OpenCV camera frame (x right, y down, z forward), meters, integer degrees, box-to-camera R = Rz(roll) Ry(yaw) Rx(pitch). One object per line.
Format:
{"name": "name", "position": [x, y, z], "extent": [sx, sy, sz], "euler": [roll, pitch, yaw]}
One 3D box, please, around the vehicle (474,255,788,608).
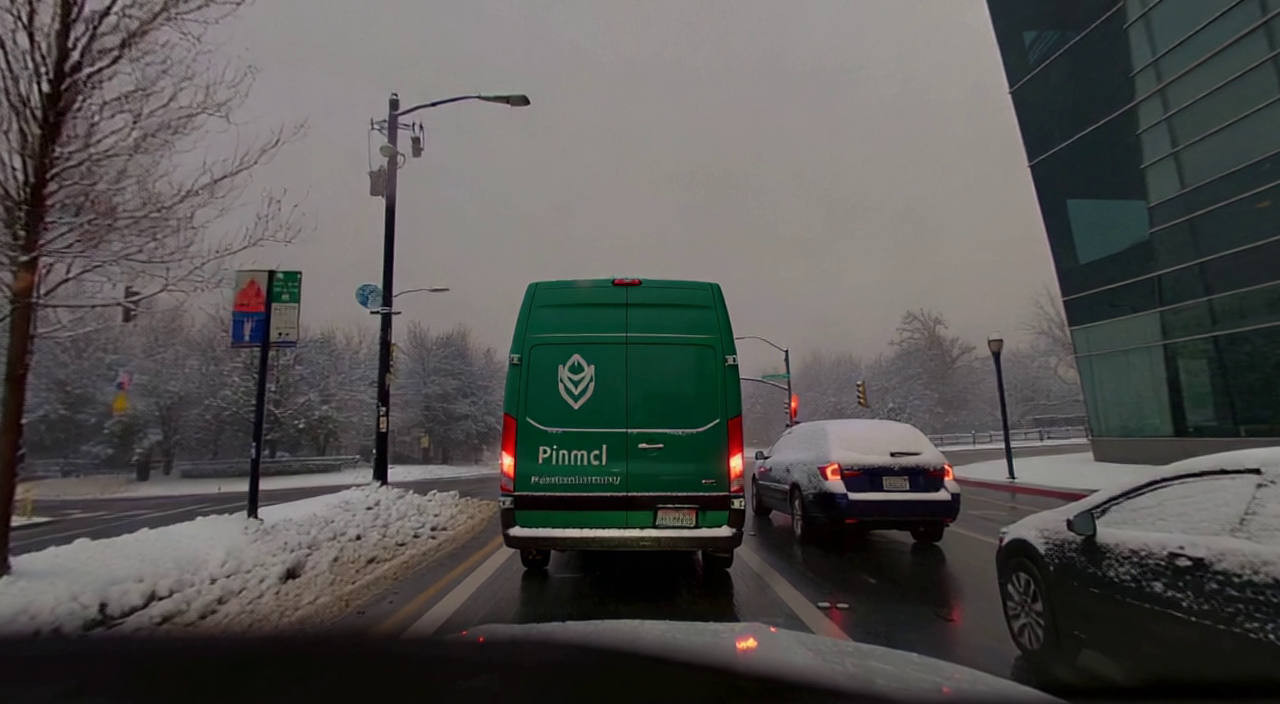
{"name": "vehicle", "position": [-0.036, 1.169, 9.105], "extent": [2.613, 3.035, 7.342], "euler": [0, -8, 1]}

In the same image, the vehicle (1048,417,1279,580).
{"name": "vehicle", "position": [7.527, 1.588, 7.019], "extent": [1.963, 1.669, 4.678], "euler": [3, -9, -20]}

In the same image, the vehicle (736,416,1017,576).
{"name": "vehicle", "position": [2.877, 1.868, 9.055], "extent": [2.183, 1.676, 4.506], "euler": [0, -8, -1]}

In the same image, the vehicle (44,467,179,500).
{"name": "vehicle", "position": [-27.191, 6.750, 32.687], "extent": [4.888, 1.481, 1.873], "euler": [2, -9, -14]}
